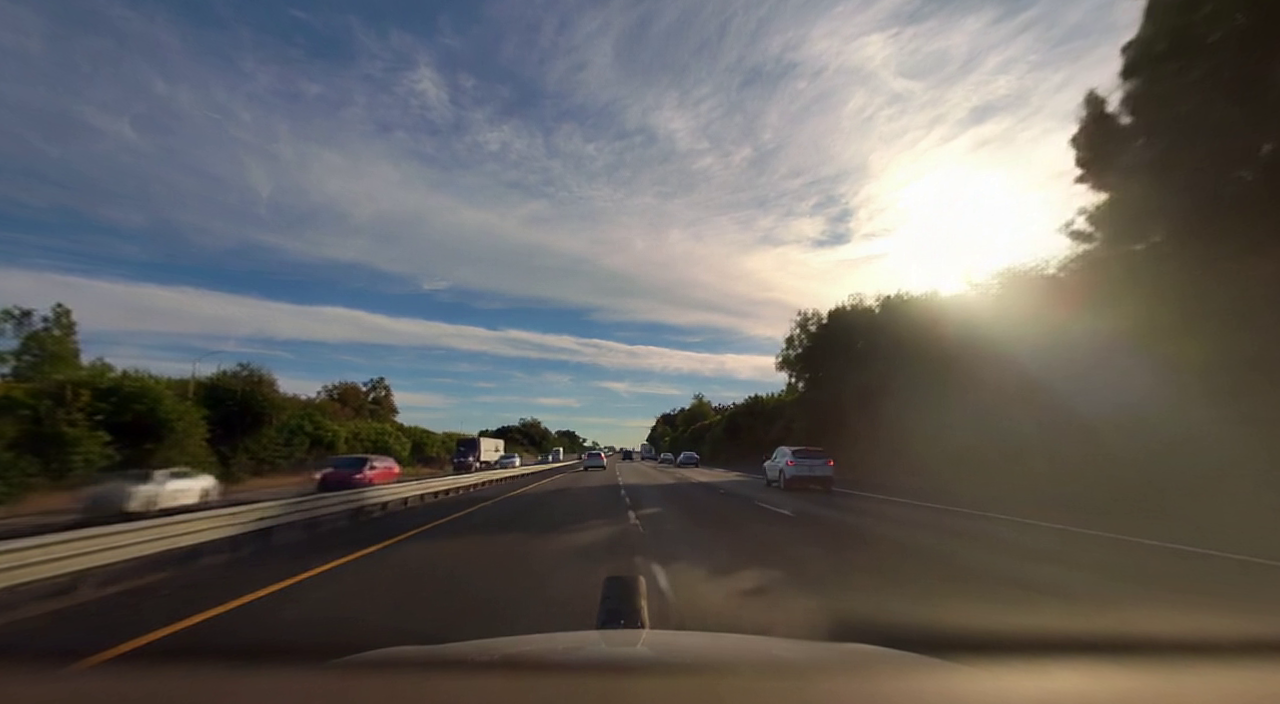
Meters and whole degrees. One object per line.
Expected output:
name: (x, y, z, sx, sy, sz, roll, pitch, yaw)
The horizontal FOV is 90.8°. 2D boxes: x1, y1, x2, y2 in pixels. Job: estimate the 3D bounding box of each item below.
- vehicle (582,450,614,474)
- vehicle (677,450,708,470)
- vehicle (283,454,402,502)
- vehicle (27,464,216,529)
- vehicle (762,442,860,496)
vehicle: (-2.810, 7.399, 42.780, 2.021, 1.507, 4.272, 0, -9, -2)
vehicle: (4.002, 8.363, 48.880, 1.846, 1.480, 3.694, 0, -9, -4)
vehicle: (-10.504, 4.459, 22.786, 2.097, 1.503, 4.780, 0, -9, -2)
vehicle: (-14.235, 3.945, 17.701, 1.908, 1.493, 4.047, 0, -9, -2)
vehicle: (5.397, 3.735, 20.507, 1.903, 1.566, 3.866, 0, -9, -3)
